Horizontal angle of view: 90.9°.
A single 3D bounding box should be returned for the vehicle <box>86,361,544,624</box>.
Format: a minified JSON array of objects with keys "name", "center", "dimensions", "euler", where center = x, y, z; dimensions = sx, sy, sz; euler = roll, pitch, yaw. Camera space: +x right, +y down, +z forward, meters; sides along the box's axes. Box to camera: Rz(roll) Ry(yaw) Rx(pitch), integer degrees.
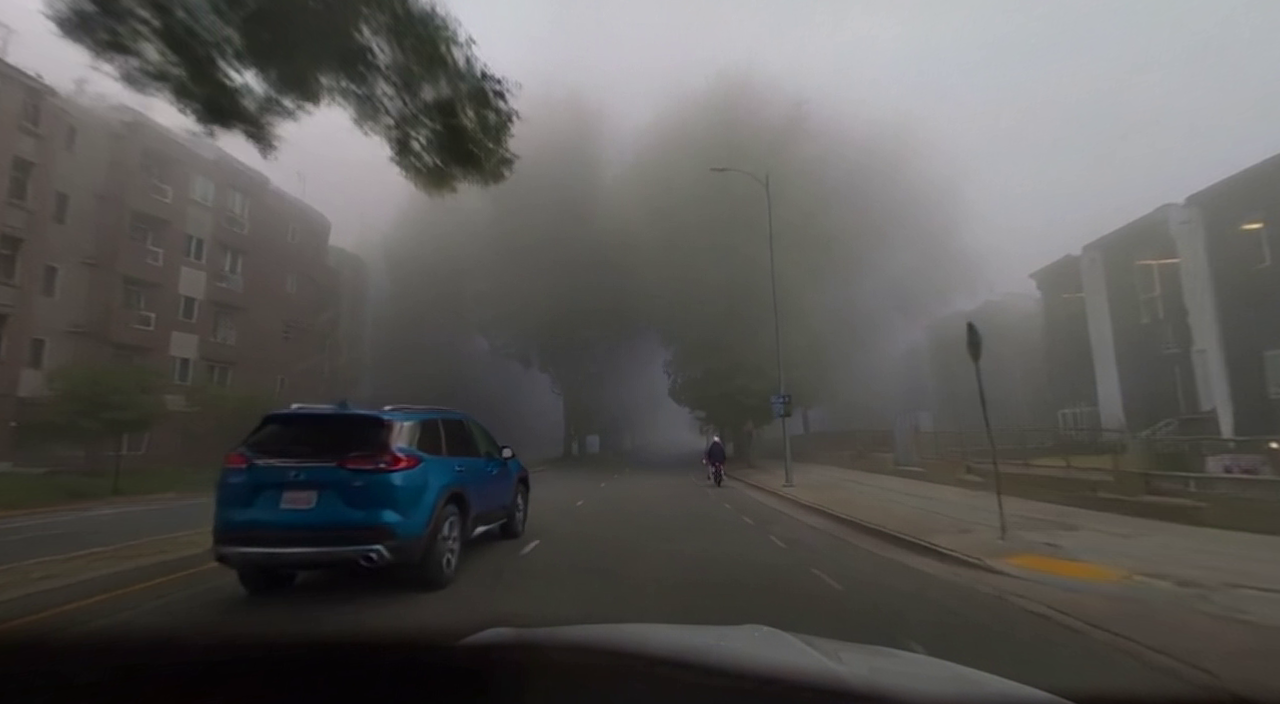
[{"name":"vehicle","center":[-2.718,1.377,7.123],"dimensions":[2.294,1.859,5.127],"euler":[-1,-9,2]}]
